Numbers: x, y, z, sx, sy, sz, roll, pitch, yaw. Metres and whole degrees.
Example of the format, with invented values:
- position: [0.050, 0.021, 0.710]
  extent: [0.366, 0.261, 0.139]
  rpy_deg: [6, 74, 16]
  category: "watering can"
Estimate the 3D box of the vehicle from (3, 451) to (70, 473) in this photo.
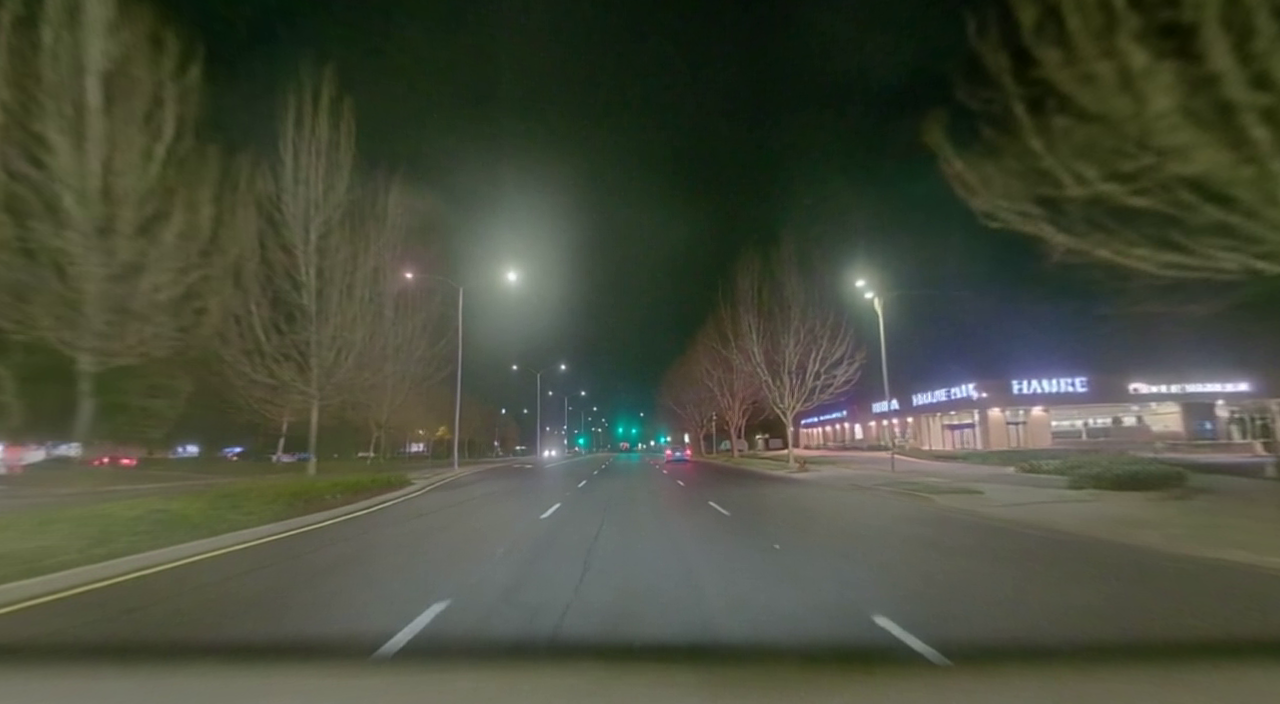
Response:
- position: [-46.546, 8.504, 48.580]
  extent: [3.456, 1.431, 1.643]
  rpy_deg: [-3, -8, 0]
  category: "vehicle"
